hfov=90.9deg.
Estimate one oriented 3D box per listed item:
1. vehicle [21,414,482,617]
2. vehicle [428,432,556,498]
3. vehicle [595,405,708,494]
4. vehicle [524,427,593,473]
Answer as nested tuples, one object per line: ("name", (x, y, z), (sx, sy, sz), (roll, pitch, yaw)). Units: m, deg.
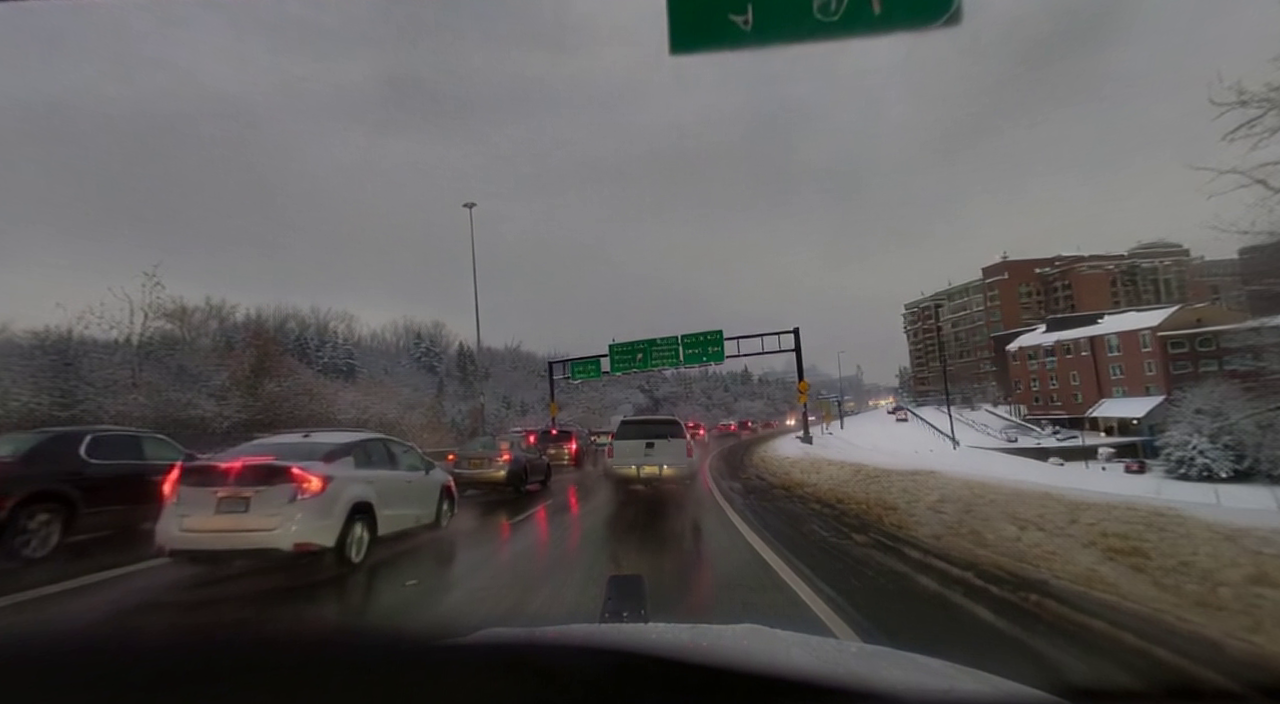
("vehicle", (-3.568, 1.601, 7.298), (1.998, 1.494, 5.020), (0, -9, 2))
("vehicle", (-3.645, 2.879, 16.467), (2.087, 1.481, 4.225), (0, -9, 4))
("vehicle", (0.382, 2.730, 17.759), (2.616, 2.063, 5.933), (0, -9, 2))
("vehicle", (-3.257, 4.037, 26.093), (1.953, 1.729, 4.377), (-1, -9, 4))
